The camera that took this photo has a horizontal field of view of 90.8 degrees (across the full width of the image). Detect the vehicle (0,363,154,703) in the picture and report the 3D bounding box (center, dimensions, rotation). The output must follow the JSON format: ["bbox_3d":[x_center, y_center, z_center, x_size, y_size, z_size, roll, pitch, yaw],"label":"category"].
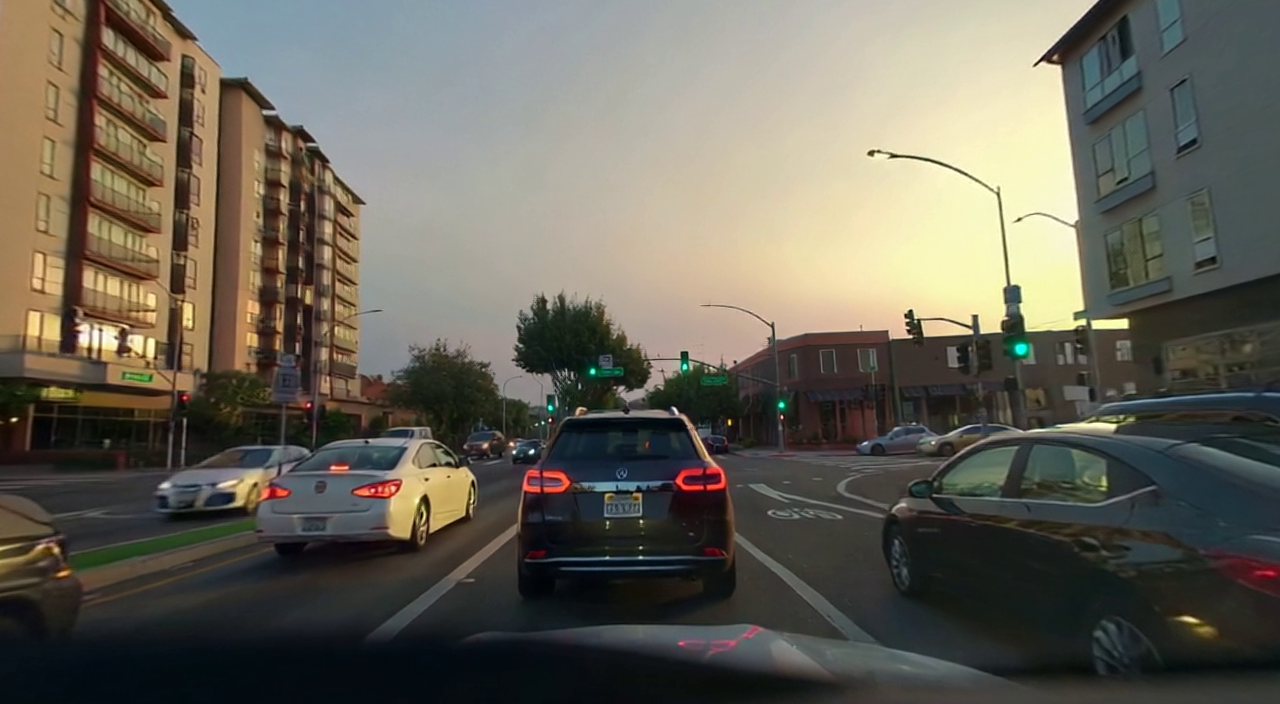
[{"bbox_3d":[-3.819,0.641,0.931,2.126,1.693,5.289,0,-8,-2],"label":"vehicle"}]

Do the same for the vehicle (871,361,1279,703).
[{"bbox_3d":[3.177,1.072,3.825,1.906,1.608,4.137,0,-8,-1],"label":"vehicle"}]

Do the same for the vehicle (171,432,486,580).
[{"bbox_3d":[-3.788,1.935,8.924,2.055,1.488,4.733,0,-8,0],"label":"vehicle"}]

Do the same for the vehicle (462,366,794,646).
[{"bbox_3d":[-0.106,1.409,6.967,2.206,1.858,5.332,0,-8,0],"label":"vehicle"}]
